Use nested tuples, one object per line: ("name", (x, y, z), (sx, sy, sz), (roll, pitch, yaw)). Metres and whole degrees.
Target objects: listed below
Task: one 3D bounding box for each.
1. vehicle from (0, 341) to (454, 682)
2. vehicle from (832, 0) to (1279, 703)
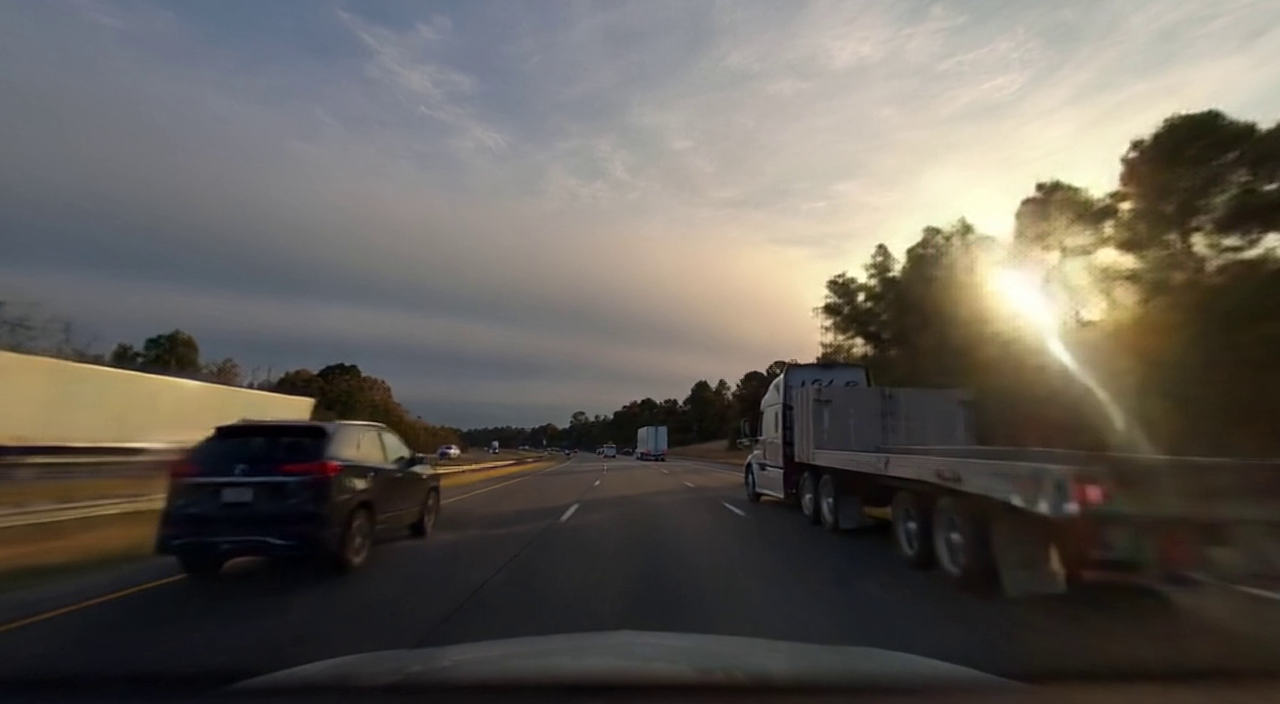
("vehicle", (-3.749, 1.282, 6.152), (2.337, 1.942, 4.984), (0, -9, 0))
("vehicle", (4.282, 0.144, 5.071), (2.826, 4.035, 8.369), (0, -9, 0))
